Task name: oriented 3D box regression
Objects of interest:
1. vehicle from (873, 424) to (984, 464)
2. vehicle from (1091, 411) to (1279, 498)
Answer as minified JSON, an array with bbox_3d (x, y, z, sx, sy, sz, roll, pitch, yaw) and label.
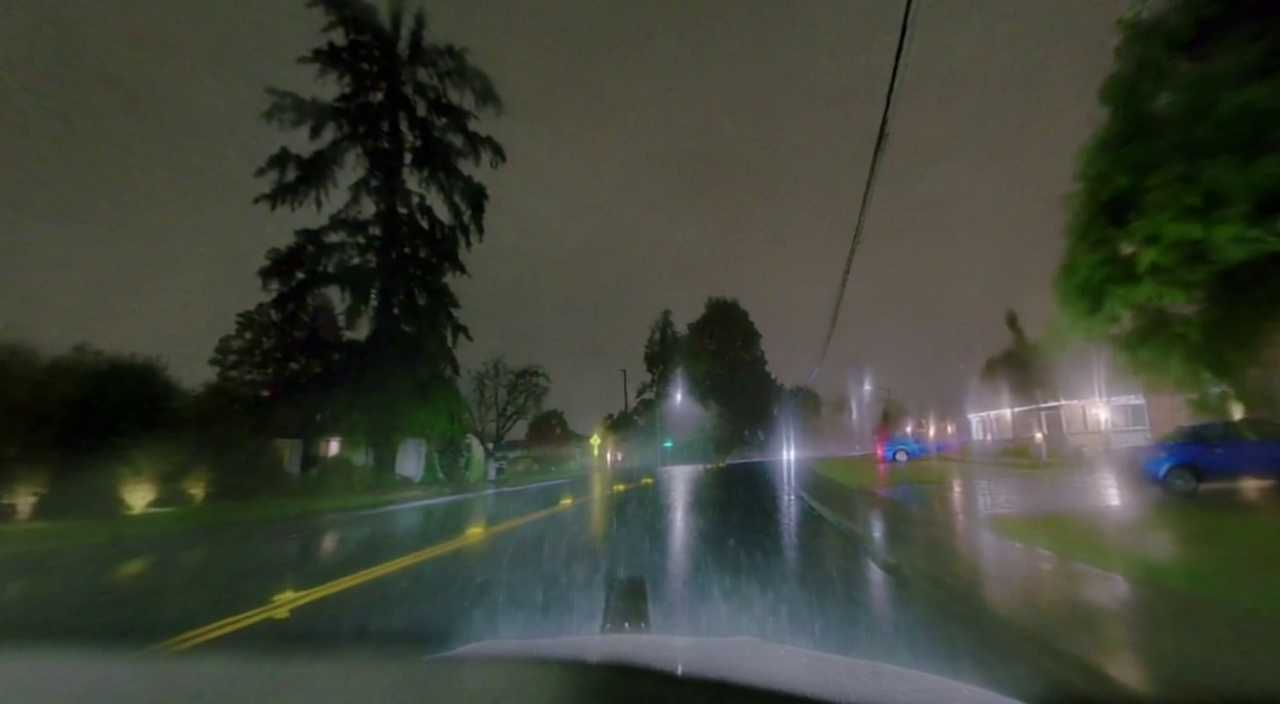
[{"bbox_3d":[17.169,5.566,37.901,5.704,1.788,2.095,-8,-12,17],"label":"vehicle"},{"bbox_3d":[12.184,1.953,12.507,4.644,1.441,2.074,-7,-10,14],"label":"vehicle"}]
